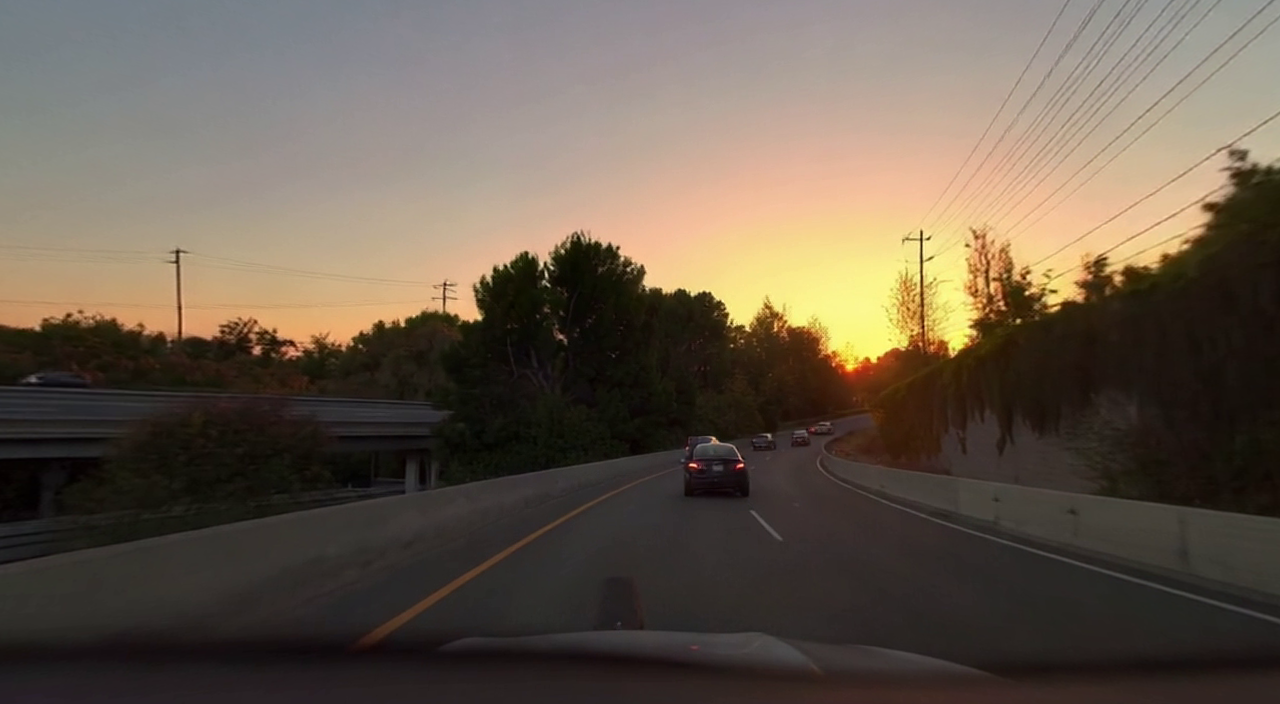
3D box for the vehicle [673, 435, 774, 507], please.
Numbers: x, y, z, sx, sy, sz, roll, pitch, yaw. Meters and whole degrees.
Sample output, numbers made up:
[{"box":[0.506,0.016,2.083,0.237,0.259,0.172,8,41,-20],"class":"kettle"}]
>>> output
[{"box":[2.017,2.841,15.509,2.091,1.482,4.321,-1,-9,7],"class":"vehicle"}]
